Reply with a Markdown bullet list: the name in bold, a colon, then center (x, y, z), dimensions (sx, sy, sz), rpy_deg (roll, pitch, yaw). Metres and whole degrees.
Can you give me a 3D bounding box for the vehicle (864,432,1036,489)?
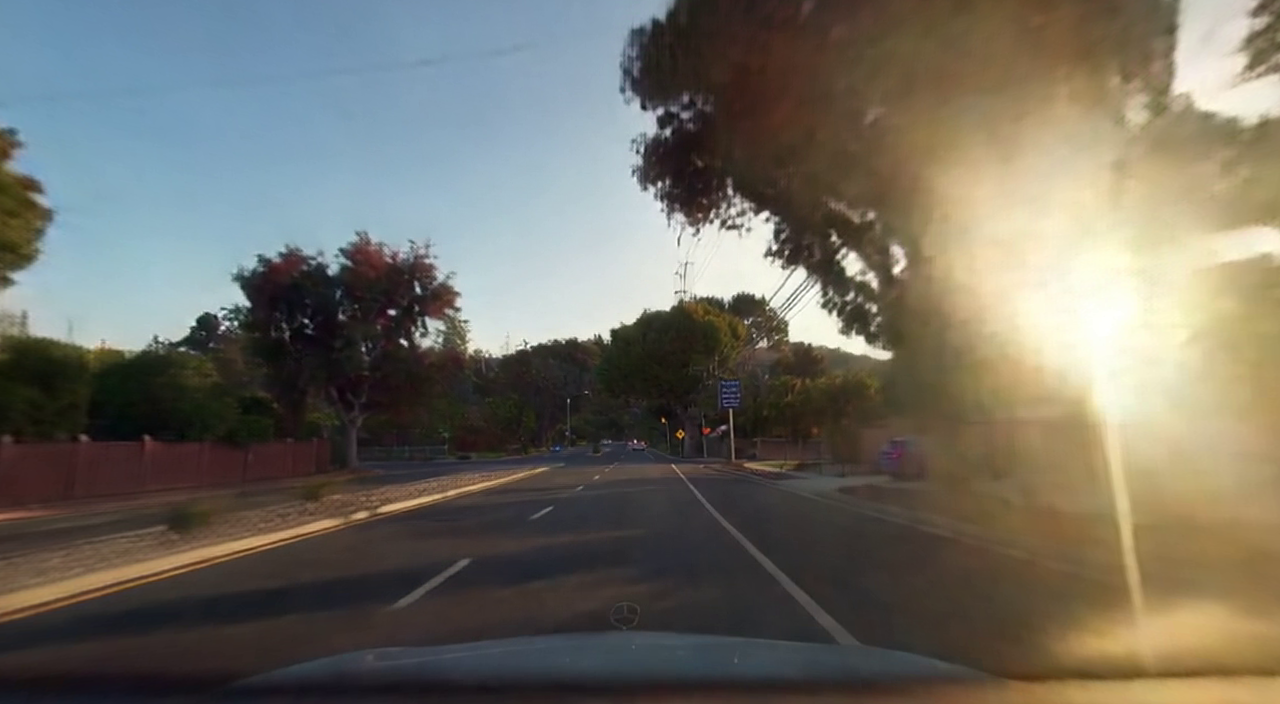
- **vehicle**: center (9.663, 3.400, 19.974), dimensions (4.387, 1.680, 1.958), rpy_deg (1, -9, -3)
